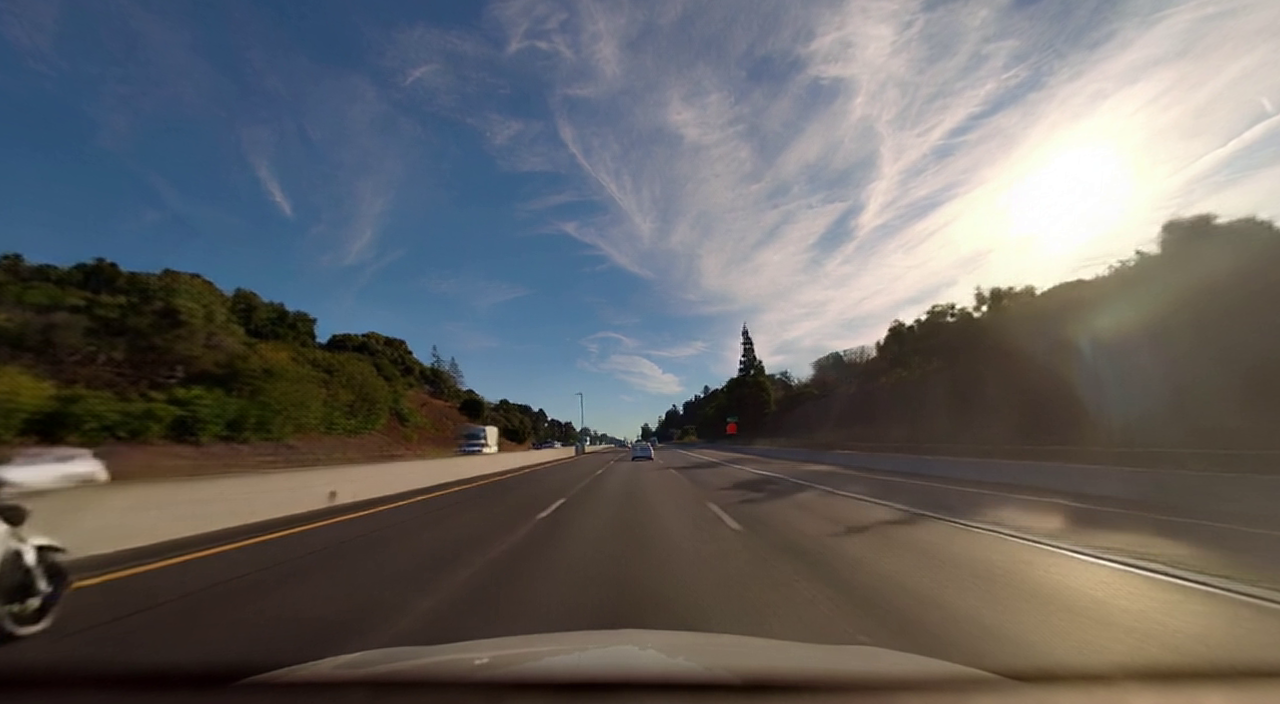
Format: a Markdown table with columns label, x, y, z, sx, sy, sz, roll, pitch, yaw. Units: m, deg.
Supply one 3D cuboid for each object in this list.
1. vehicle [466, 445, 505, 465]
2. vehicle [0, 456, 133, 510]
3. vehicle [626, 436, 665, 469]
| label | x | y | z | sx | sy | sz | roll | pitch | yaw |
| --- | --- | --- | --- | --- | --- | --- | --- | --- | --- |
| vehicle | -11.795 | 7.904 | 48.467 | 1.866 | 1.470 | 4.358 | 0 | -9 | 1 |
| vehicle | -19.022 | 4.099 | 20.168 | 1.931 | 1.454 | 4.316 | 0 | -9 | 0 |
| vehicle | 0.321 | 6.142 | 38.571 | 2.247 | 1.825 | 4.036 | 0 | -9 | 0 |
